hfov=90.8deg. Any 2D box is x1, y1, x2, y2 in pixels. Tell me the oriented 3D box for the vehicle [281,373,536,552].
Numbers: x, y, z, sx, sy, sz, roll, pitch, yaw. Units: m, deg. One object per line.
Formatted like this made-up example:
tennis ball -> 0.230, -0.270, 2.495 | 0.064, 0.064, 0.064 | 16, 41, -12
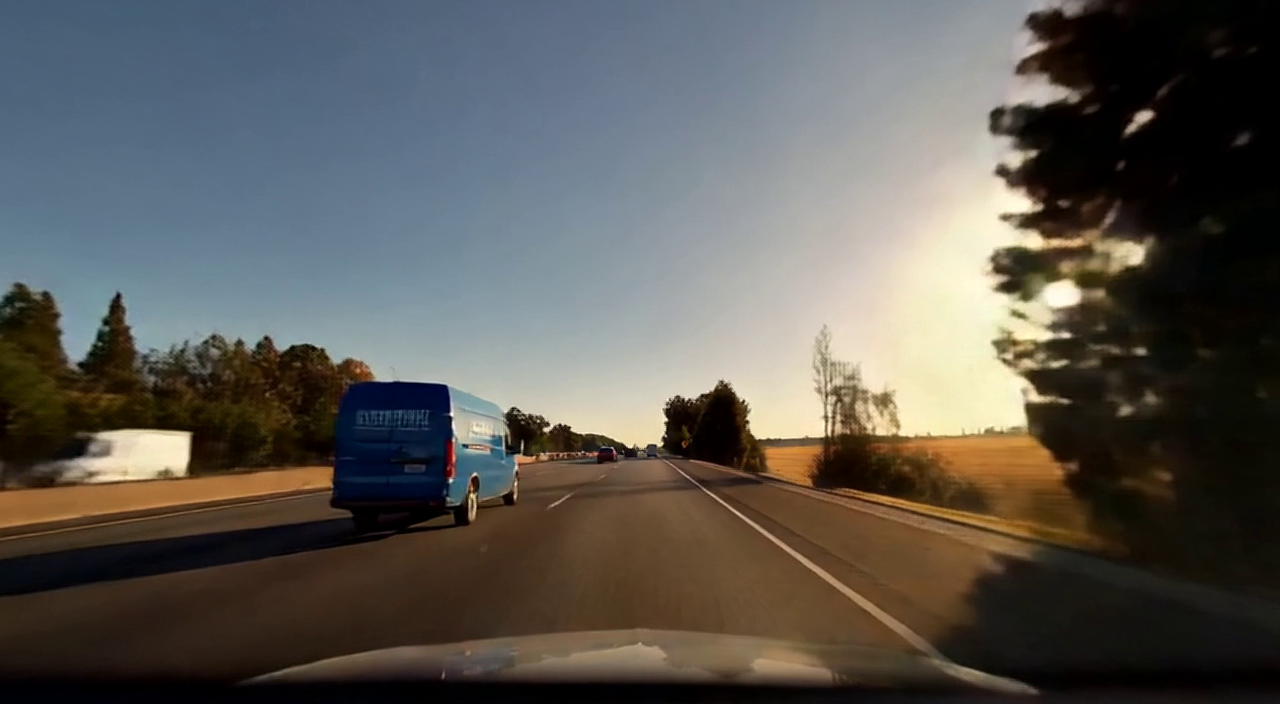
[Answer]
vehicle -> -3.510, 1.855, 11.076 | 2.360, 2.367, 5.223 | 0, -9, 1
